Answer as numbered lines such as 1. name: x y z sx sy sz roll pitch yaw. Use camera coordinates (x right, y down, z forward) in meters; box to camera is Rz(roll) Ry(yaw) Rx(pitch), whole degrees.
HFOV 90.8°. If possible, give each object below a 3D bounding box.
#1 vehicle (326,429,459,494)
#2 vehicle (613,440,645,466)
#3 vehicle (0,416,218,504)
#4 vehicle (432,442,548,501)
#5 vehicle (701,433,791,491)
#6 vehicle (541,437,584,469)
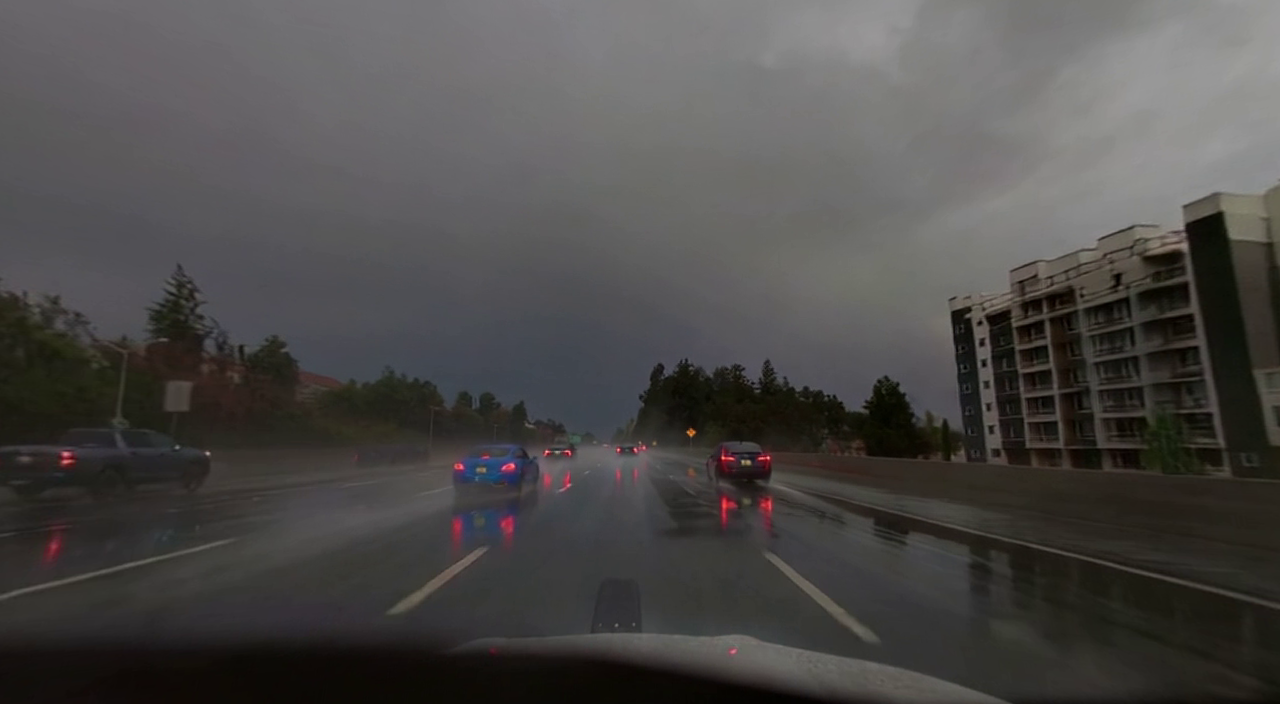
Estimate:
1. vehicle: -7.525 3.381 19.893 2.086 1.776 5.080 0 -8 0
2. vehicle: -0.739 6.890 43.240 2.053 1.650 3.945 0 -8 -1
3. vehicle: -15.256 2.963 17.788 2.396 1.999 6.333 0 -8 0
4. vehicle: -3.987 3.241 17.667 2.124 1.426 4.444 0 -8 0
5. vehicle: 3.318 3.542 20.696 2.061 1.658 4.417 0 -8 -2
6. vehicle: -4.610 6.086 38.245 2.044 1.774 4.329 0 -8 0
